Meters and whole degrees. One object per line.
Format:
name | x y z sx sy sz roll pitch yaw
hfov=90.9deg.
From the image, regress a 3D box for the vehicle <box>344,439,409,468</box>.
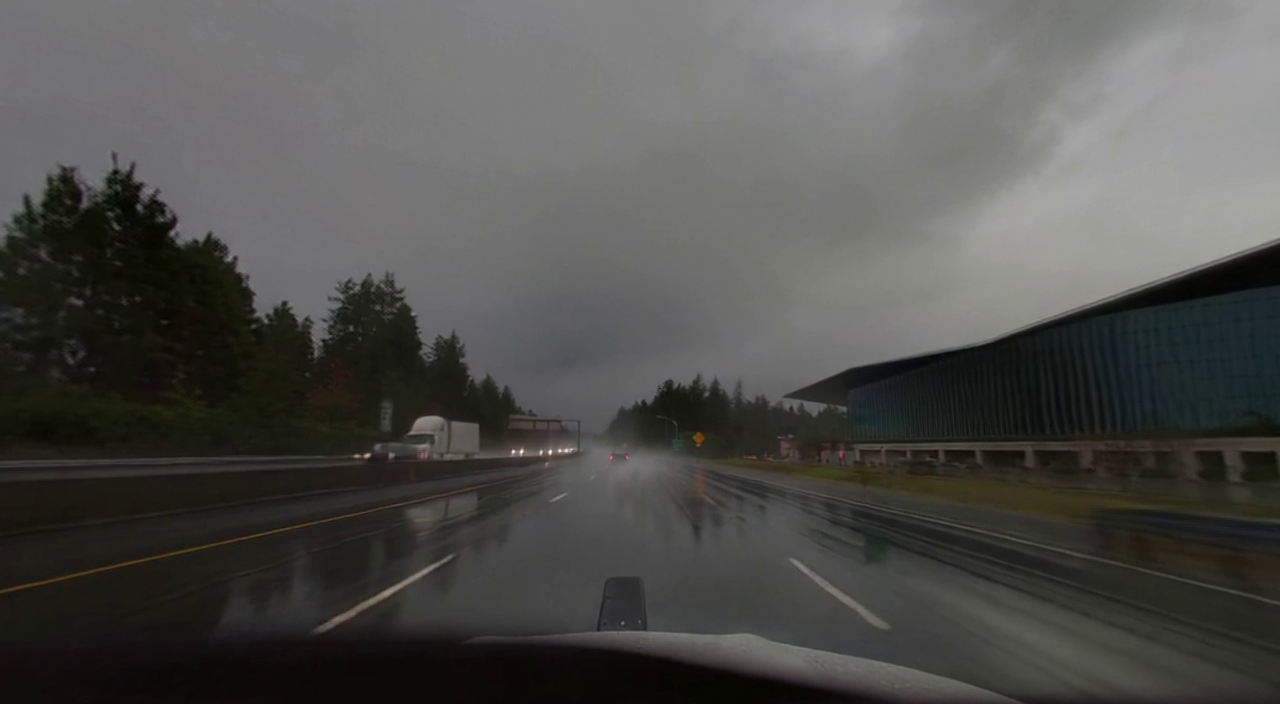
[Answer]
vehicle | -15.066 5.850 36.290 1.864 1.565 4.250 0 -9 1
